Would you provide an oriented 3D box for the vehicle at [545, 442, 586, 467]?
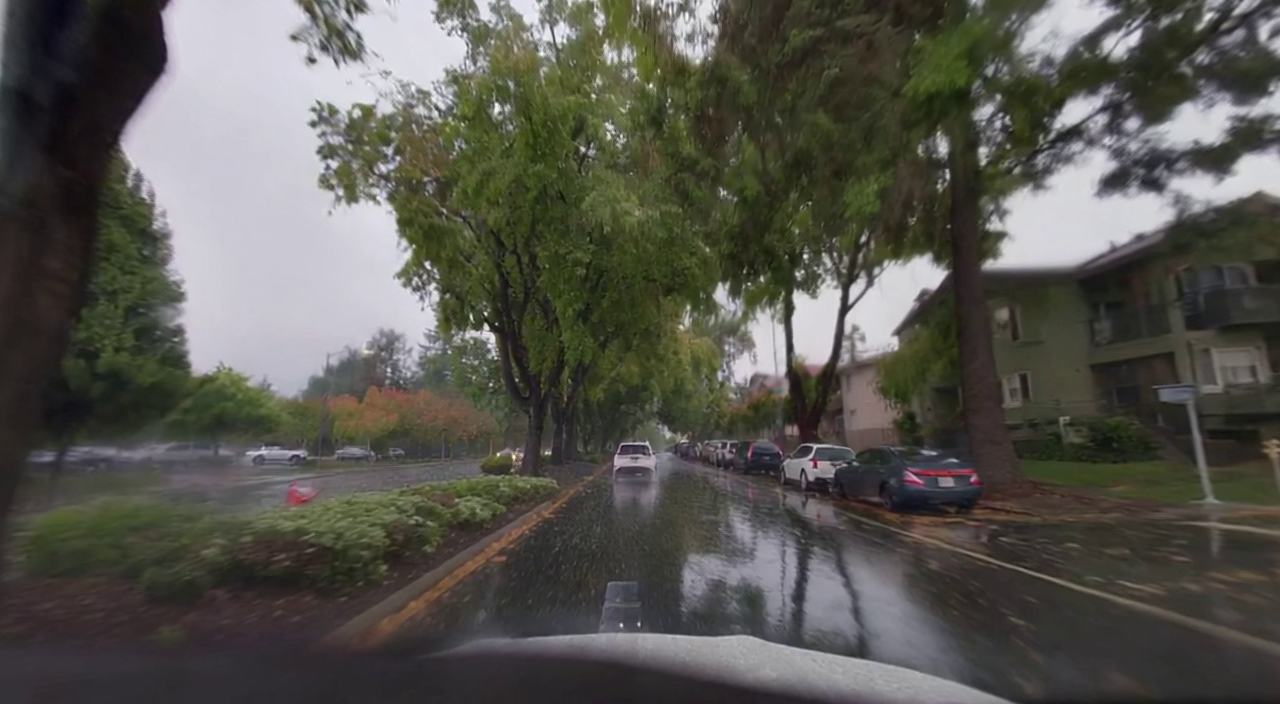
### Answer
[{"bbox_3d":[-4.591,6.394,39.621,2.105,1.474,4.808,0,-8,-1],"label":"vehicle"}]

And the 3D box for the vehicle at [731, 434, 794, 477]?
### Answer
[{"bbox_3d":[5.811,4.961,30.543,2.139,1.872,4.585,0,-8,1],"label":"vehicle"}]

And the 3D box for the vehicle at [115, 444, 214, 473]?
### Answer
[{"bbox_3d":[-34.527,7.702,45.954,5.329,2.013,2.242,0,-8,1],"label":"vehicle"}]

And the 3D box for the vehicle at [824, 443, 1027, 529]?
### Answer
[{"bbox_3d":[5.774,2.737,13.669,1.903,1.491,4.999,0,-8,-2],"label":"vehicle"}]

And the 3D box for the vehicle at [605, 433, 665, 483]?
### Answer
[{"bbox_3d":[-0.208,3.933,23.789,2.070,1.698,3.925,0,-8,-1],"label":"vehicle"}]
